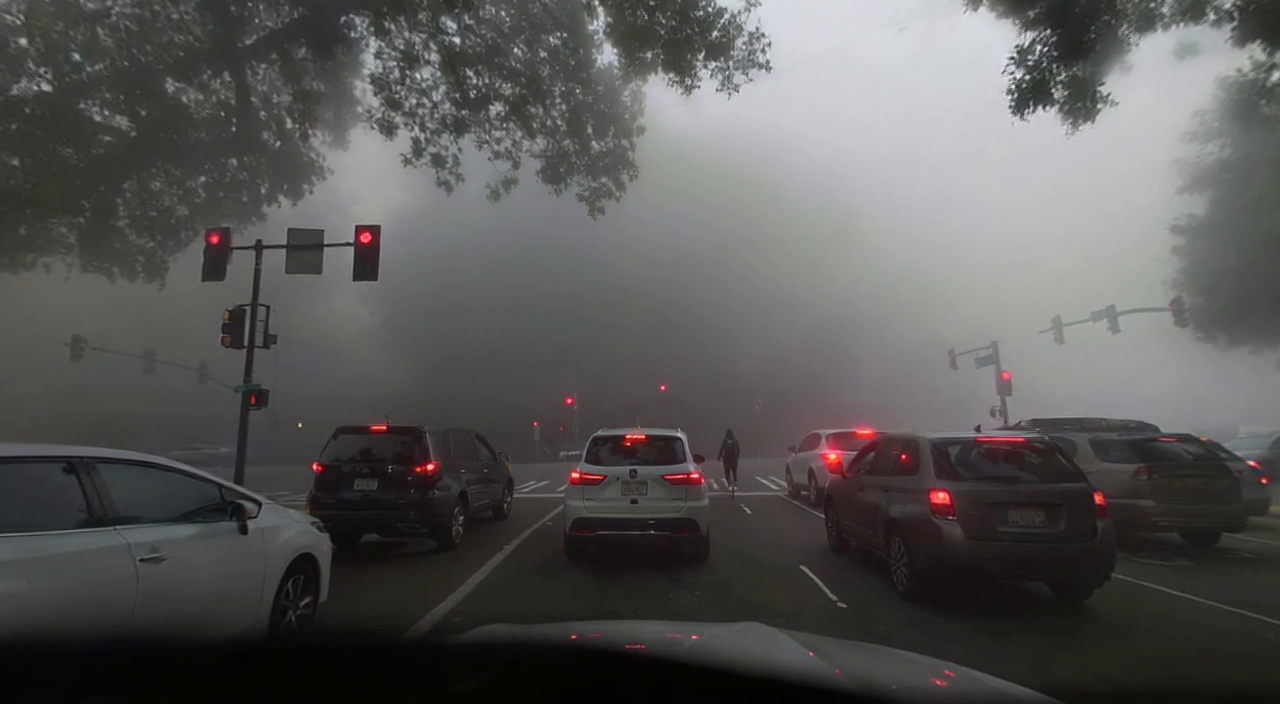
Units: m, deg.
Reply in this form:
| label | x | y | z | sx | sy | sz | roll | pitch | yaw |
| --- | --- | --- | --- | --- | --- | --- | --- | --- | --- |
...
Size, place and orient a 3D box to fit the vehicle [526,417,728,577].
| label | x | y | z | sx | sy | sz | roll | pitch | yaw |
| --- | --- | --- | --- | --- | --- | --- | --- | --- | --- |
| vehicle | -0.102 | 1.801 | 8.550 | 2.106 | 1.655 | 3.717 | 0 | -8 | 1 |

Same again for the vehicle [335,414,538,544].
| label | x | y | z | sx | sy | sz | roll | pitch | yaw |
| --- | --- | --- | --- | --- | --- | --- | --- | --- | --- |
| vehicle | -3.225 | 2.111 | 11.155 | 2.048 | 1.805 | 4.405 | 0 | -8 | 1 |

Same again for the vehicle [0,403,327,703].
| label | x | y | z | sx | sy | sz | roll | pitch | yaw |
| --- | --- | --- | --- | --- | --- | --- | --- | --- | --- |
| vehicle | -3.350 | 0.945 | 2.358 | 1.863 | 1.495 | 4.667 | 0 | -8 | 2 |

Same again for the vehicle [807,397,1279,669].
| label | x | y | z | sx | sy | sz | roll | pitch | yaw |
| --- | --- | --- | --- | --- | --- | --- | --- | --- | --- |
| vehicle | 3.236 | 1.444 | 6.194 | 2.006 | 1.659 | 4.462 | 0 | -8 | 1 |
